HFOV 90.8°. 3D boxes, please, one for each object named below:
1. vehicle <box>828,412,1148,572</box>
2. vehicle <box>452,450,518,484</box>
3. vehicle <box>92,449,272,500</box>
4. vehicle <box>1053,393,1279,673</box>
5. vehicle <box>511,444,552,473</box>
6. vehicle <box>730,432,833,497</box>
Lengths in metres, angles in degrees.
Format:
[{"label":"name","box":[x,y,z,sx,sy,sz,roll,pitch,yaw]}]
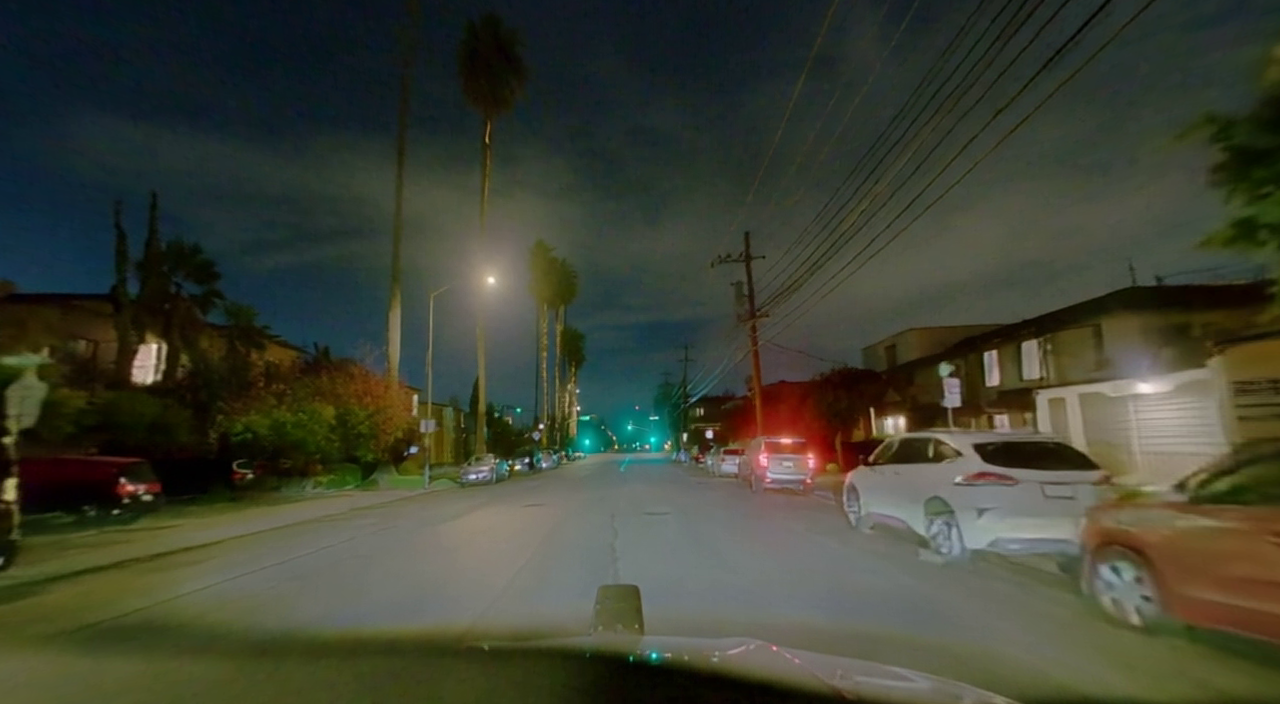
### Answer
[{"label":"vehicle","box":[4.611,1.909,9.452,1.922,1.761,4.633,1,-8,-3]},{"label":"vehicle","box":[-7.528,5.606,31.187,2.013,1.483,4.645,0,-8,1]},{"label":"vehicle","box":[-14.499,3.888,20.194,4.305,1.505,1.793,0,-8,-1]},{"label":"vehicle","box":[4.809,1.084,3.723,1.894,1.675,4.294,0,-8,1]},{"label":"vehicle","box":[-7.870,7.756,46.210,2.077,1.888,4.551,-1,-8,2]},{"label":"vehicle","box":[4.418,3.605,20.656,2.115,1.826,4.871,0,-8,-2]}]
